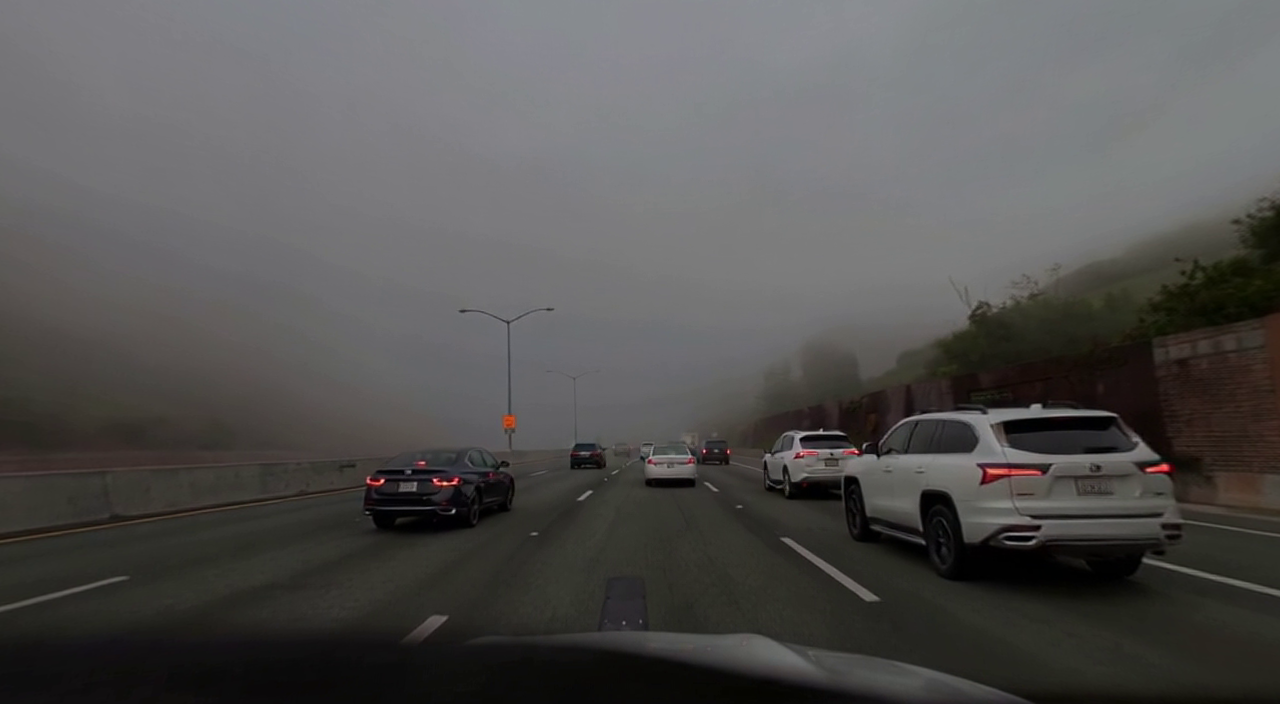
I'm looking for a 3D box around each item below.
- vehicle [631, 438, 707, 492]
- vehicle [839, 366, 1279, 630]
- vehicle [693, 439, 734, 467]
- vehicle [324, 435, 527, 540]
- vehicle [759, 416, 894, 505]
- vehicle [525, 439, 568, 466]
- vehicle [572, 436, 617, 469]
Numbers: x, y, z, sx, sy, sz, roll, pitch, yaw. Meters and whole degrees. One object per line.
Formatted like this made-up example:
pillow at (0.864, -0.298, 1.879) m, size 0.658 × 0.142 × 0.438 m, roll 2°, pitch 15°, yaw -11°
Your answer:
vehicle at (0.782, 3.418, 19.454) m, size 2.105 × 1.471 × 3.978 m, roll 0°, pitch -8°, yaw 0°
vehicle at (3.761, 1.320, 6.628) m, size 1.930 × 1.831 × 4.344 m, roll 0°, pitch -8°, yaw 1°
vehicle at (4.135, 5.747, 36.137) m, size 1.855 × 1.513 × 3.915 m, roll 0°, pitch -8°, yaw -1°
vehicle at (-3.432, 2.227, 11.133) m, size 1.961 × 1.456 × 4.362 m, roll 0°, pitch -8°, yaw 1°
vehicle at (4.372, 2.623, 15.665) m, size 1.970 × 1.872 × 4.575 m, roll 0°, pitch -8°, yaw 0°
vehicle at (-6.470, 6.966, 44.099) m, size 2.055 × 1.751 × 4.825 m, roll 0°, pitch -8°, yaw 2°
vehicle at (-2.625, 5.946, 37.594) m, size 2.154 × 1.793 × 4.736 m, roll 0°, pitch -8°, yaw 3°
